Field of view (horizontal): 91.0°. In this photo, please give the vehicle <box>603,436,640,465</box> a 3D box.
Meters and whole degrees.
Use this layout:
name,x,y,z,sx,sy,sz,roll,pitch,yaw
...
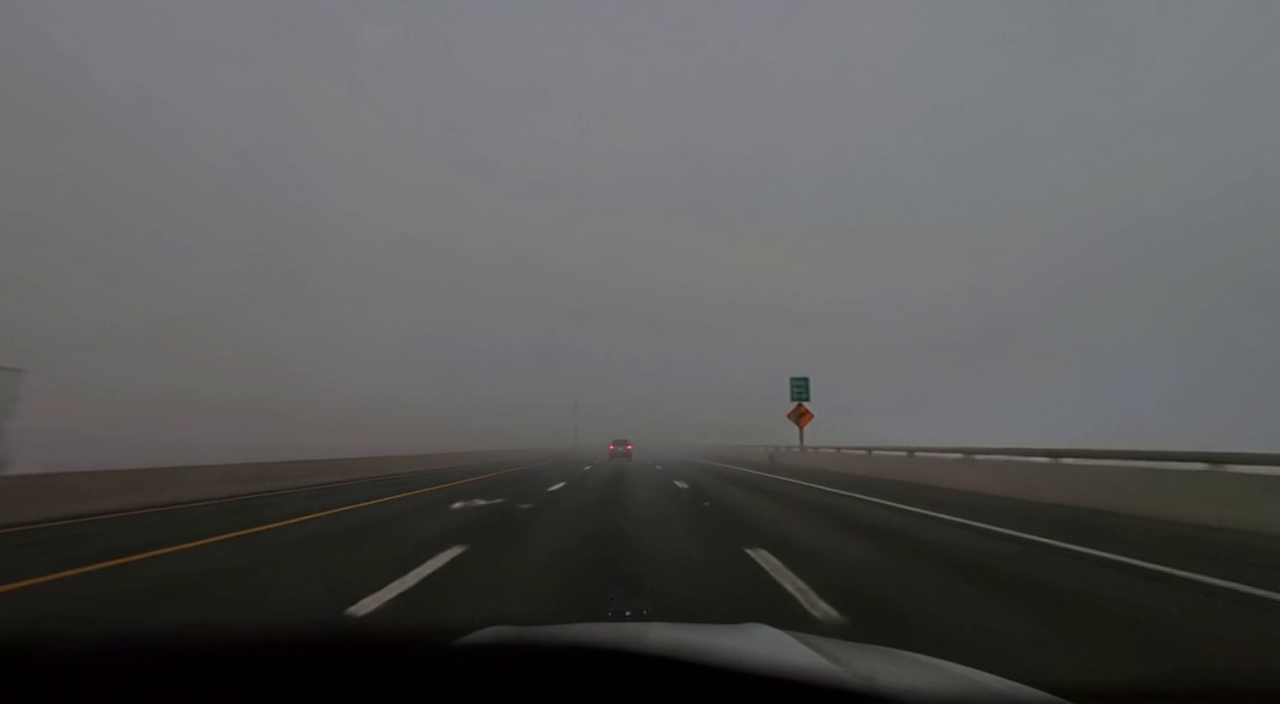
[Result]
name,x,y,z,sx,sy,sz,roll,pitch,yaw
vehicle,-1.119,5.991,38.401,2.111,1.635,4.177,0,-8,-1
